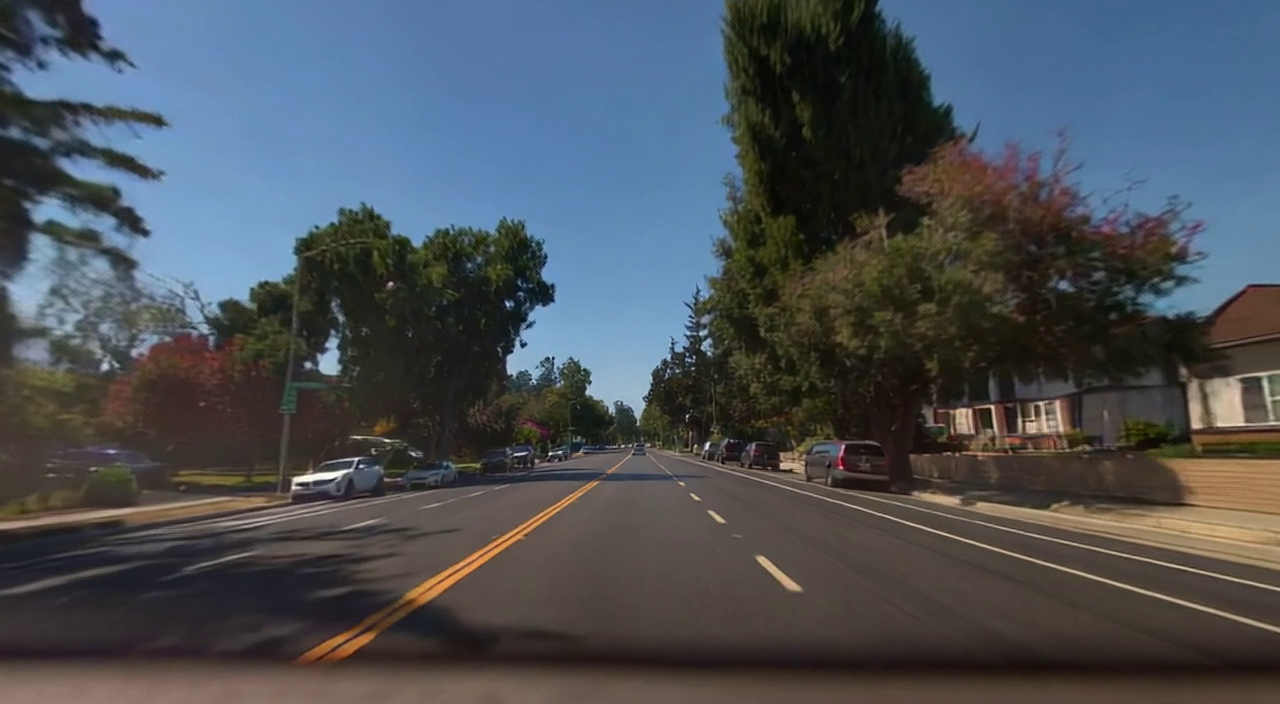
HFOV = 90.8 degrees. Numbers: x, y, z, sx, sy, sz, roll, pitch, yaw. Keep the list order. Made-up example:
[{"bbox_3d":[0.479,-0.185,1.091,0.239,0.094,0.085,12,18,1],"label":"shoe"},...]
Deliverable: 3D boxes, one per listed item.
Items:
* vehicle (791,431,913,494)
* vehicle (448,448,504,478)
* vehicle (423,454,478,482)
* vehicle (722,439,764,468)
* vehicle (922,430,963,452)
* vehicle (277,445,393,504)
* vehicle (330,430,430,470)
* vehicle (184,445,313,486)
[{"bbox_3d":[7.414,3.926,22.986,2.224,1.956,6.057,0,-8,-1],"label":"vehicle"},{"bbox_3d":[-10.664,7.215,41.468,2.050,1.769,5.585,-1,-9,1],"label":"vehicle"},{"bbox_3d":[-10.758,6.594,36.131,1.838,1.450,4.317,0,-8,0],"label":"vehicle"},{"bbox_3d":[7.362,7.329,45.760,2.103,1.912,4.892,0,-9,-1],"label":"vehicle"},{"bbox_3d":[22.218,6.568,46.527,1.859,1.480,4.723,-3,-8,15],"label":"vehicle"},{"bbox_3d":[-10.723,4.319,22.626,1.996,1.781,4.139,-3,-9,2],"label":"vehicle"},{"bbox_3d":[-20.466,7.756,50.000,6.604,3.012,2.656,0,-9,1],"label":"vehicle"},{"bbox_3d":[-18.508,5.378,30.017,4.699,1.853,2.095,-1,-8,2],"label":"vehicle"}]
